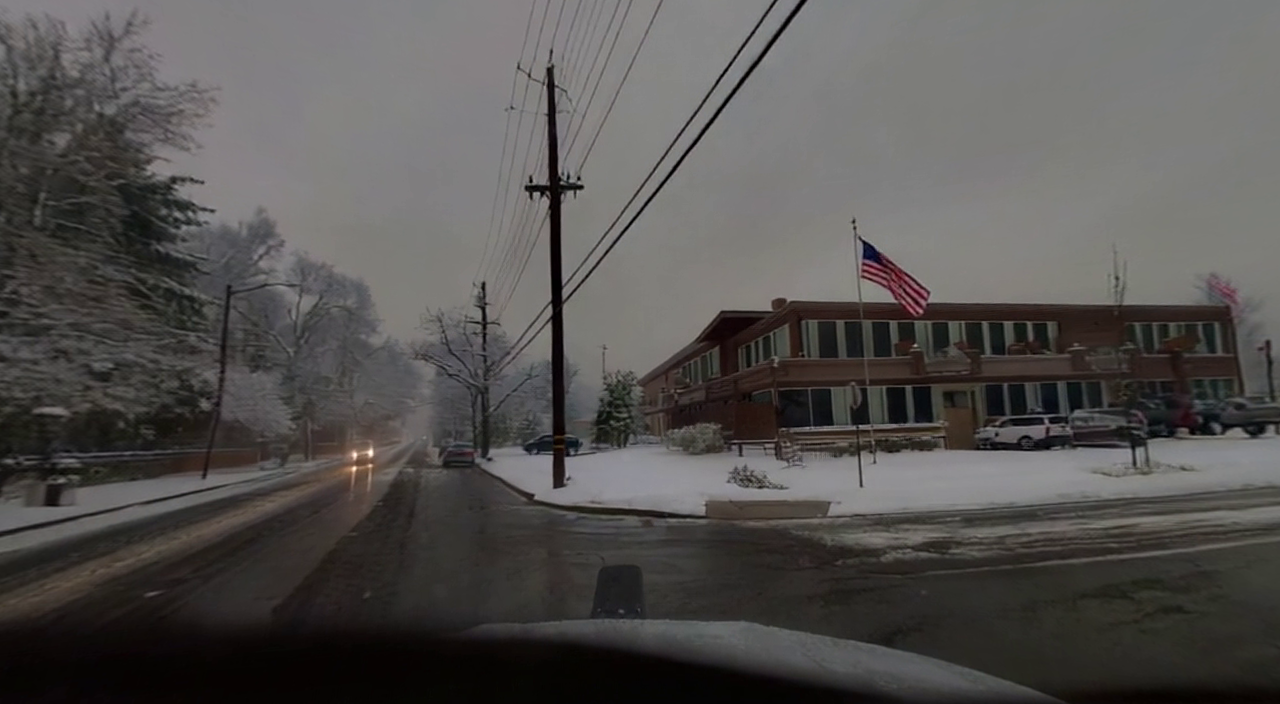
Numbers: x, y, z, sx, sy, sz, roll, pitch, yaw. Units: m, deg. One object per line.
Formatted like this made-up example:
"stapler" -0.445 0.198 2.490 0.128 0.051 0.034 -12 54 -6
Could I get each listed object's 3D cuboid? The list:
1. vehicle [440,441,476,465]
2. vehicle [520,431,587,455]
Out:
"vehicle" -11.882 6.544 41.111 1.941 1.460 4.206 3 -9 -19
"vehicle" -6.671 7.010 48.672 4.767 1.735 1.920 3 -9 -19
